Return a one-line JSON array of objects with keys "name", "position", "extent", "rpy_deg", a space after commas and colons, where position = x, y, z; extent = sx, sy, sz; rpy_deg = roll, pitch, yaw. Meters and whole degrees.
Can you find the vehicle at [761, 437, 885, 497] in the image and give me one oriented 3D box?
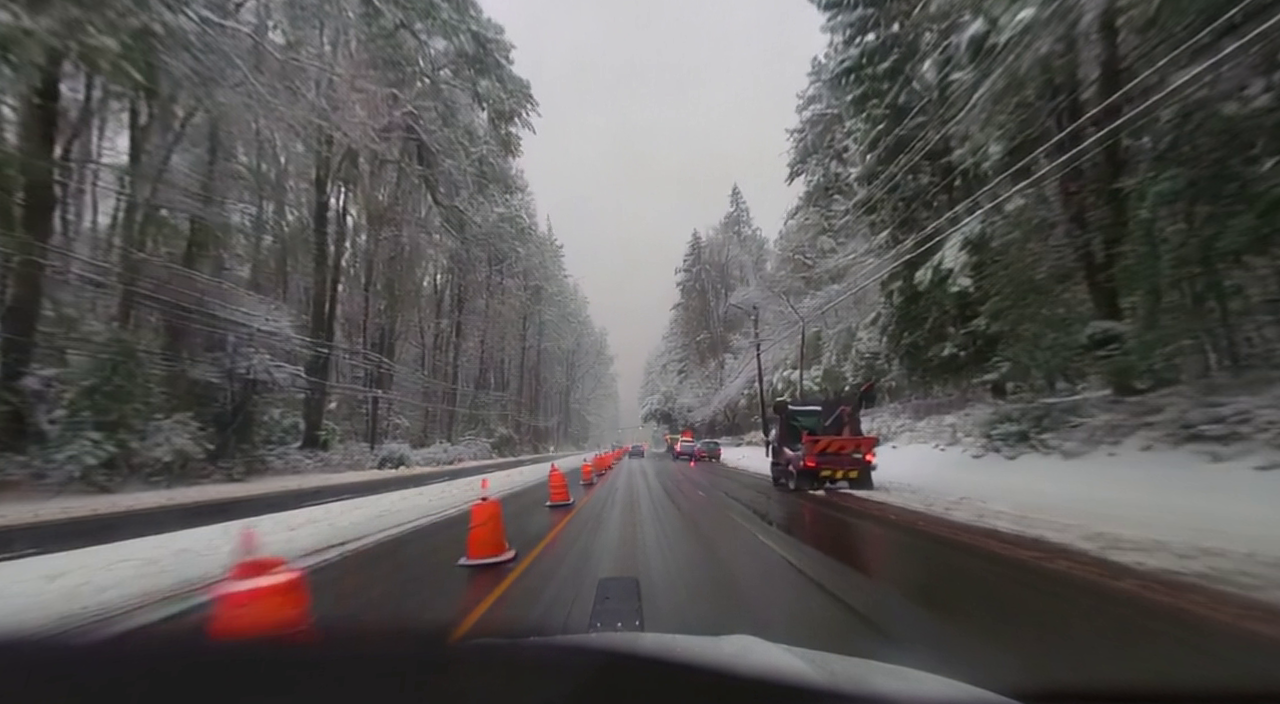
[{"name": "vehicle", "position": [5.662, 3.638, 20.555], "extent": [2.324, 1.655, 5.738], "rpy_deg": [0, -8, 0]}]
